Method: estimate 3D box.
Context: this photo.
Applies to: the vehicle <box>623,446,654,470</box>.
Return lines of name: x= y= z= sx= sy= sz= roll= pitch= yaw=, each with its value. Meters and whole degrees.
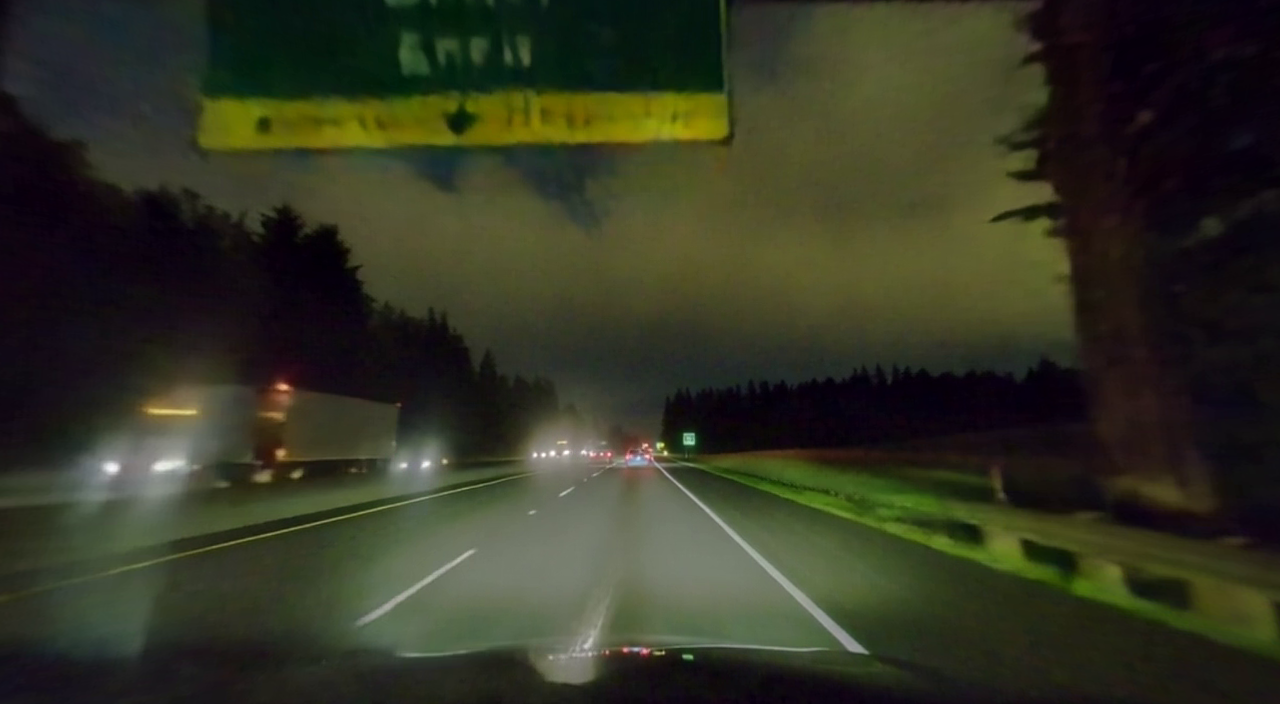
vehicle: x=-0.099 y=6.564 z=39.226 sx=1.853 sy=1.436 sz=3.438 roll=0 pitch=-9 yaw=-1

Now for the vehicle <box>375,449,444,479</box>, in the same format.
vehicle: x=-11.648 y=5.675 z=32.176 sx=1.932 sy=1.384 sz=4.216 roll=0 pitch=-9 yaw=0

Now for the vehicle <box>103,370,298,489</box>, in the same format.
vehicle: x=-16.242 y=3.018 z=24.001 sx=2.910 sy=3.942 sz=5.877 roll=0 pitch=-9 yaw=0
